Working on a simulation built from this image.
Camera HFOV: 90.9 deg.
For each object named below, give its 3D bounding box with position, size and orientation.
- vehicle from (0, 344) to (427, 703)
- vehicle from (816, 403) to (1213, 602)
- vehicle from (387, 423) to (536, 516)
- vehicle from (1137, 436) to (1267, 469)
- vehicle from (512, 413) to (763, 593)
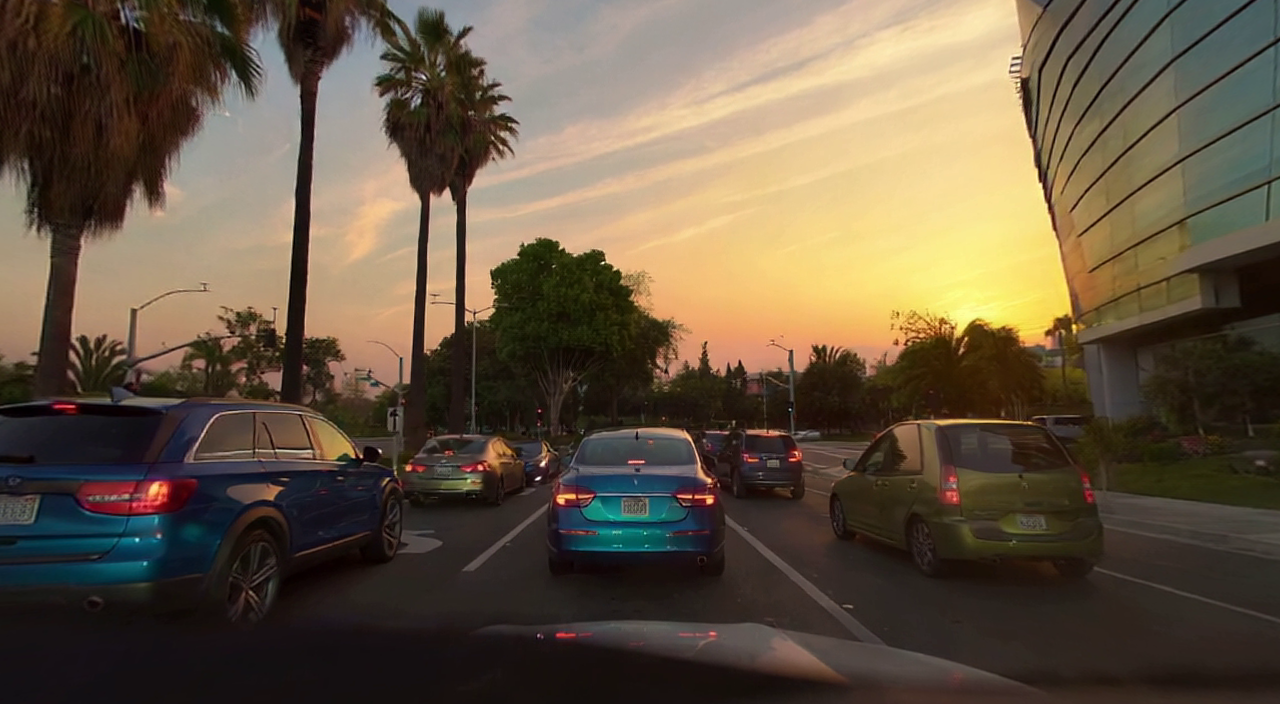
[{"bbox_3d":[-3.533,1.158,5.260,2.014,1.775,4.404,0,-8,-1],"label":"vehicle"},{"bbox_3d":[3.837,1.617,7.684,2.064,1.696,4.431,0,-8,0],"label":"vehicle"},{"bbox_3d":[-3.467,2.359,13.071,1.917,1.631,3.768,0,-8,1],"label":"vehicle"},{"bbox_3d":[25.442,4.551,28.655,4.014,1.417,1.777,-1,-8,5],"label":"vehicle"},{"bbox_3d":[-0.059,1.661,7.817,2.219,1.586,4.321,0,-8,-1],"label":"vehicle"}]
